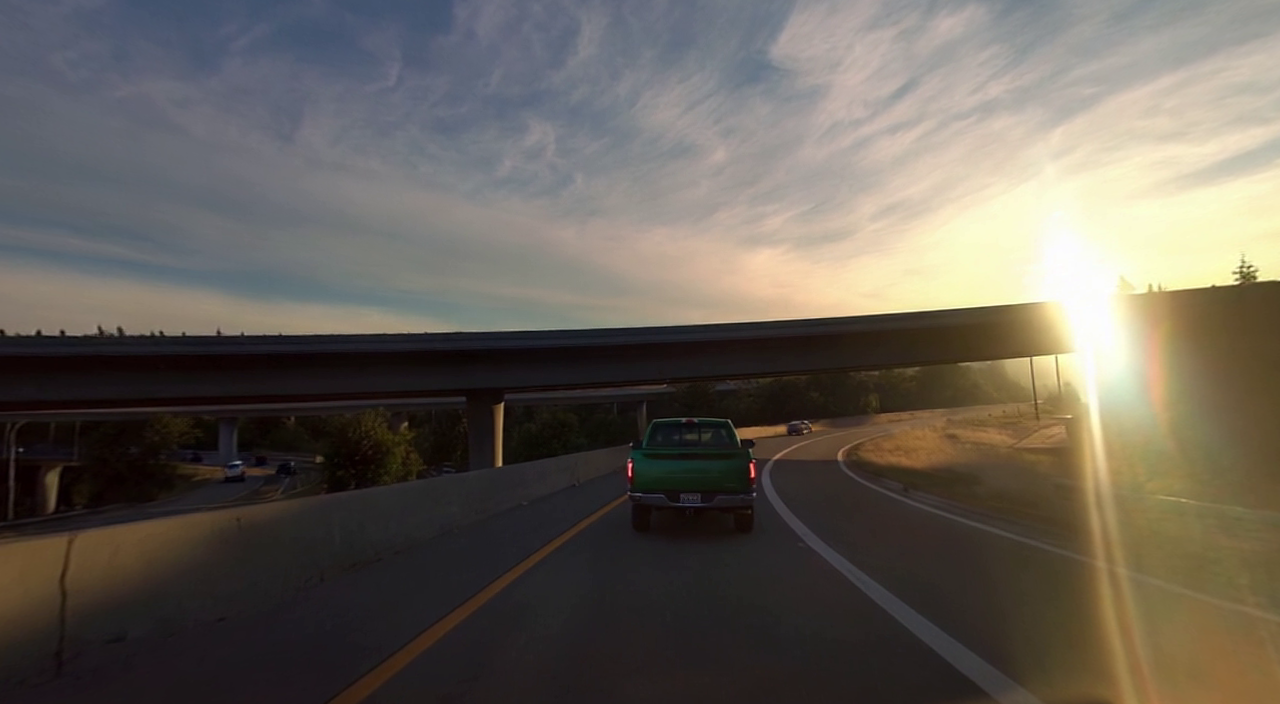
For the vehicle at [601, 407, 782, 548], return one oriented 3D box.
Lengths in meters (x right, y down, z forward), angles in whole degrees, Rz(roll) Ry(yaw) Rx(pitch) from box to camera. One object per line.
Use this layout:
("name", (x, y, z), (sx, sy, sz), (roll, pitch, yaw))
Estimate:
("vehicle", (0.829, 1.887, 10.117), (2.235, 1.716, 4.435), (-1, -8, 5))
